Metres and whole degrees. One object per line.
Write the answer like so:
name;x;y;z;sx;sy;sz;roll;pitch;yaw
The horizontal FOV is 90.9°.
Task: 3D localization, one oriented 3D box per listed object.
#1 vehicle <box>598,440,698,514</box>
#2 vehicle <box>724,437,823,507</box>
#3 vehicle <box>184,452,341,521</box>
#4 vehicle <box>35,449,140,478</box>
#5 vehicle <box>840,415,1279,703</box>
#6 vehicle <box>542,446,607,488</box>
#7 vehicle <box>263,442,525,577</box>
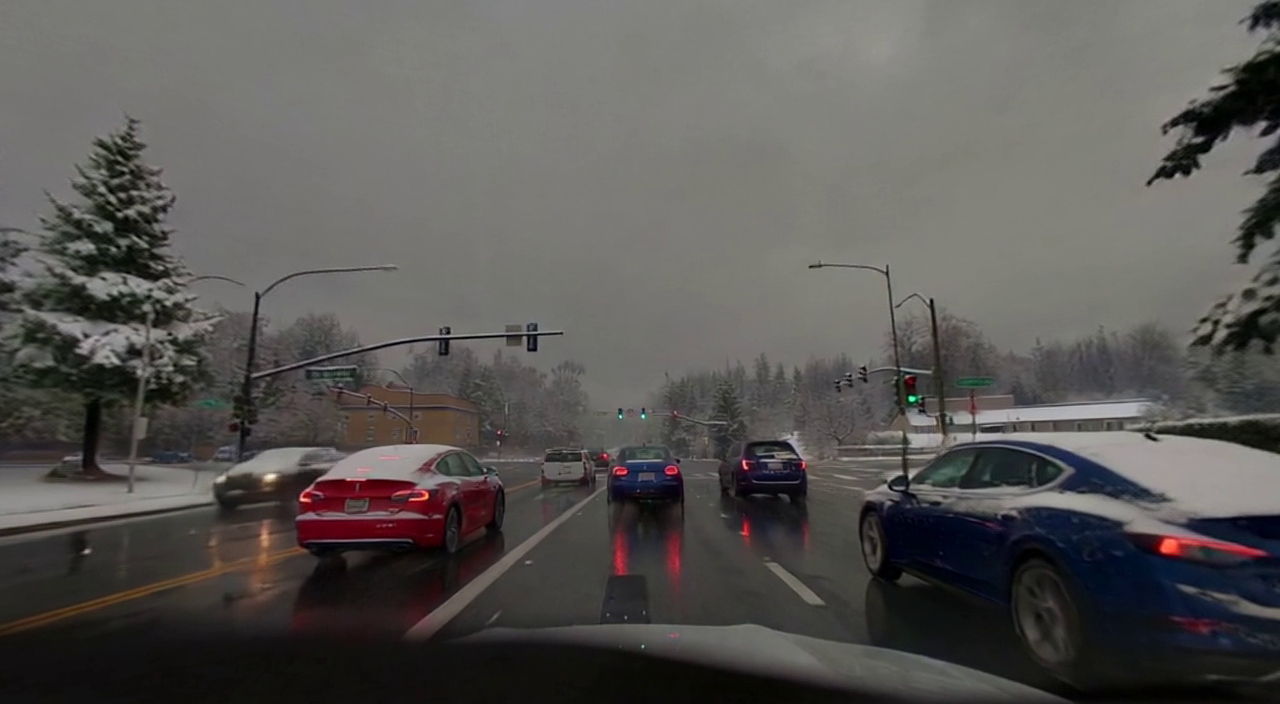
vehicle;0.154;3.020;15.730;2.144;1.563;4.218;0;-9;-1
vehicle;3.630;3.311;17.896;1.938;1.732;4.006;0;-9;0
vehicle;-10.253;3.634;17.604;2.033;1.575;4.357;0;-8;-6
vehicle;-38.076;7.685;43.510;5.268;1.770;2.107;-2;-8;1
vehicle;3.354;1.382;5.063;1.951;1.522;4.614;0;-9;0
vehicle;-2.553;4.629;25.710;2.089;1.537;4.073;-1;-9;2
vehicle;-3.151;2.086;9.278;2.015;1.478;4.407;0;-8;1
